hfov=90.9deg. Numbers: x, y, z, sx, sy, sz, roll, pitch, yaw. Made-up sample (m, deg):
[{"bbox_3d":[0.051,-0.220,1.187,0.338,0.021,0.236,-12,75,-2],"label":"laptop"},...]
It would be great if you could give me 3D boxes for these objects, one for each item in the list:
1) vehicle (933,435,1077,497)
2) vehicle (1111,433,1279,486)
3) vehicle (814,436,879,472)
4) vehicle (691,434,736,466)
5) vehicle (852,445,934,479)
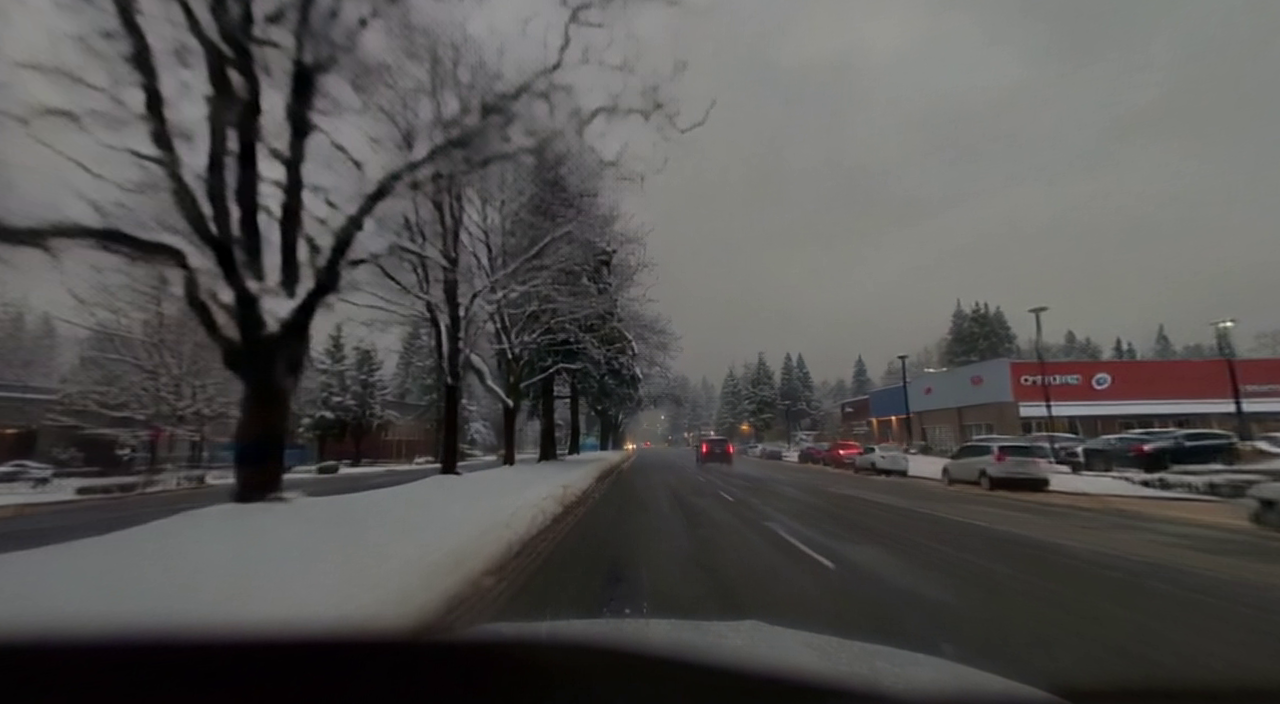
[{"bbox_3d":[10.794,3.378,19.094,1.958,1.654,4.258,0,-9,3],"label":"vehicle"},{"bbox_3d":[18.329,3.434,20.396,4.562,1.485,1.889,-2,-7,1],"label":"vehicle"},{"bbox_3d":[11.053,5.487,34.085,1.959,1.751,4.961,0,-9,2],"label":"vehicle"},{"bbox_3d":[4.489,6.053,39.155,2.183,1.845,4.482,0,-9,0],"label":"vehicle"},{"bbox_3d":[10.946,4.783,27.630,1.824,1.364,4.238,0,-9,0],"label":"vehicle"}]
